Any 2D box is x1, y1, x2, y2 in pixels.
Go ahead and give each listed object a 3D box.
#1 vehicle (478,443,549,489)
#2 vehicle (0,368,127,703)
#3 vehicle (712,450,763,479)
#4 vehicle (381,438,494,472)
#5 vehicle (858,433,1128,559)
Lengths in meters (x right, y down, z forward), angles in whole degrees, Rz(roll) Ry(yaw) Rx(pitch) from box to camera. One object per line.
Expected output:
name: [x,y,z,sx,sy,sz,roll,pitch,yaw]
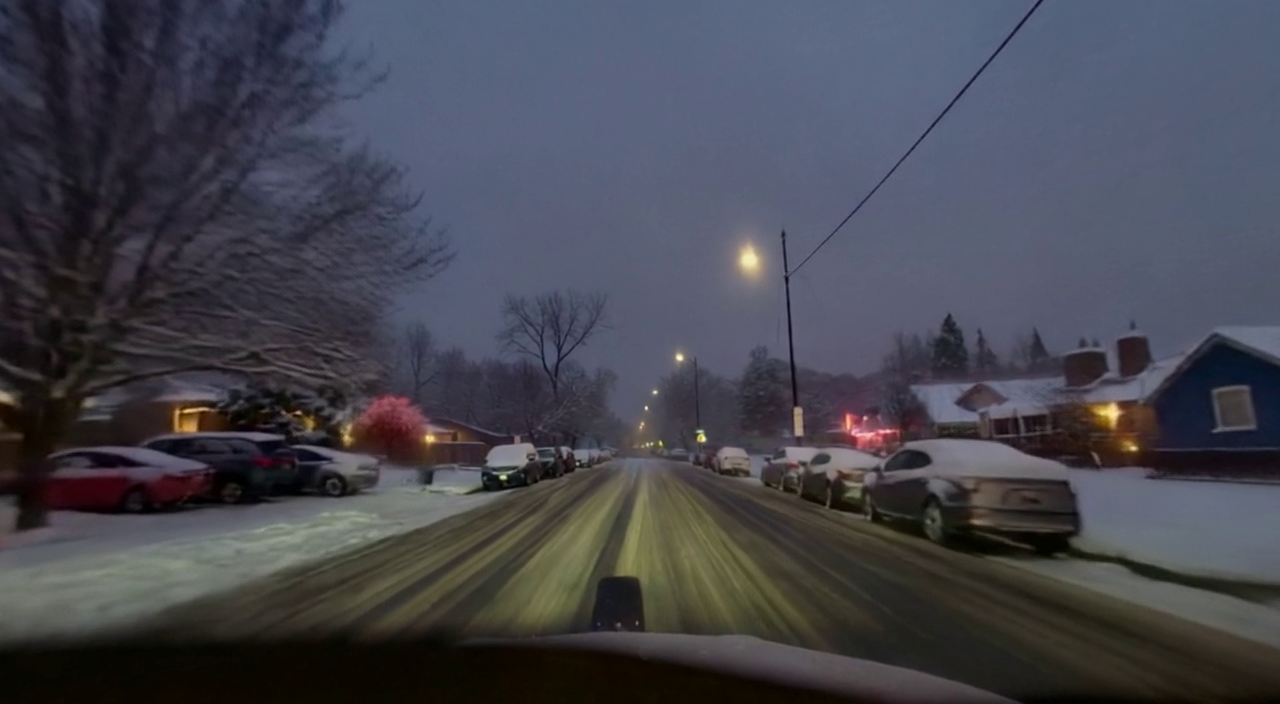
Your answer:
vehicle: [-4.681,4.293,23.927,1.983,1.579,3.879,0,-9,-2]
vehicle: [-4.944,0.895,1.578,2.394,2.089,5.951,-4,-9,0]
vehicle: [5.162,5.997,34.010,1.847,1.448,4.162,0,-9,-3]
vehicle: [-11.606,5.931,36.469,5.755,1.869,2.194,0,-8,-1]
vehicle: [5.215,2.158,10.183,1.826,1.566,4.307,0,-9,0]
